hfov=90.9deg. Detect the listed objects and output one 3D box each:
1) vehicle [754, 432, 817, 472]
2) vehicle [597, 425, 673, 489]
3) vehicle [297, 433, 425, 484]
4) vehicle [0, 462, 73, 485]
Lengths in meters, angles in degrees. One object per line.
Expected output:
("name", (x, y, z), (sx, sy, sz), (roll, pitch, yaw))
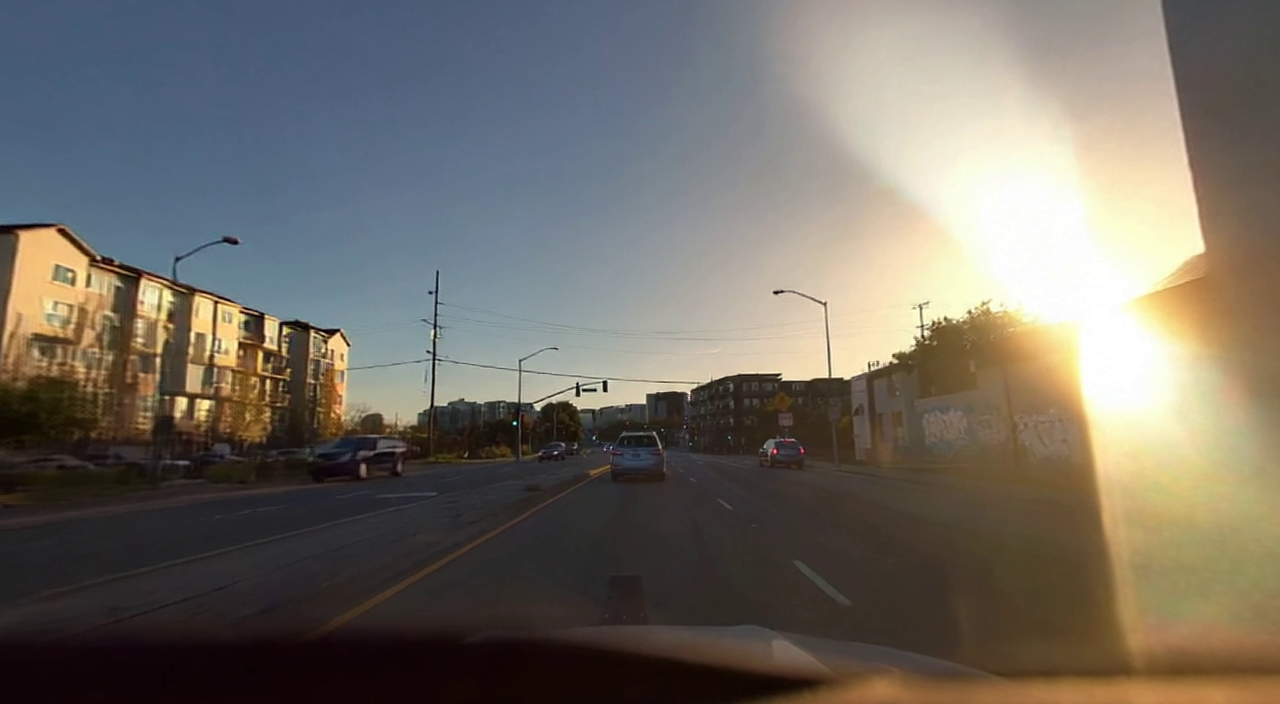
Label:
("vehicle", (6.906, 4.788, 30.414), (1.952, 1.749, 4.311), (0, -8, 0))
("vehicle", (-0.078, 3.335, 20.361), (2.160, 1.786, 4.702), (0, -8, 2))
("vehicle", (-12.334, 4.753, 28.550), (2.544, 2.014, 5.821), (-1, -8, 8))
("vehicle", (-41.389, 8.187, 42.737), (1.882, 1.448, 4.160), (-1, -9, 3))
